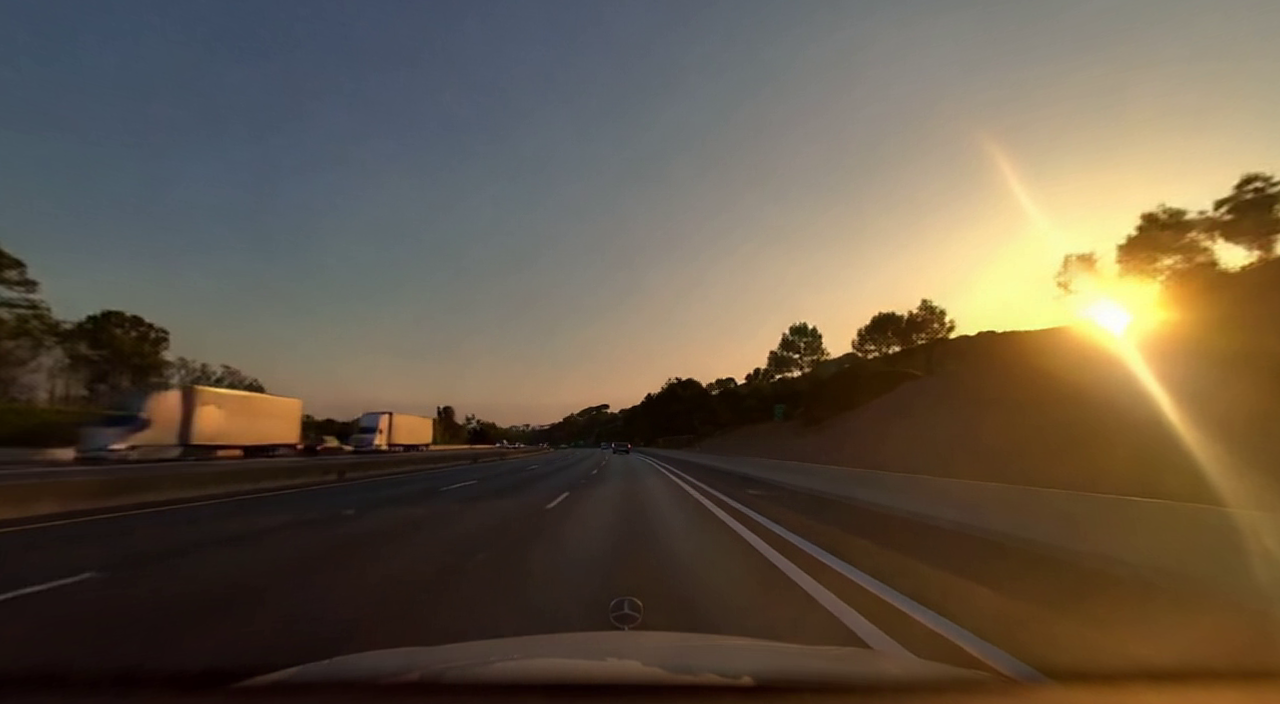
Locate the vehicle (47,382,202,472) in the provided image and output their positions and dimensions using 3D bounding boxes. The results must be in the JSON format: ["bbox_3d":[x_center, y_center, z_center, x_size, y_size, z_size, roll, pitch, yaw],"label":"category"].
[{"bbox_3d":[-25.470,3.794,31.371,3.368,4.102,4.839,0,-8,-1],"label":"vehicle"}]

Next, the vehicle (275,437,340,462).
[{"bbox_3d":[-21.365,6.292,40.510,1.844,1.525,4.466,0,-9,-1],"label":"vehicle"}]
